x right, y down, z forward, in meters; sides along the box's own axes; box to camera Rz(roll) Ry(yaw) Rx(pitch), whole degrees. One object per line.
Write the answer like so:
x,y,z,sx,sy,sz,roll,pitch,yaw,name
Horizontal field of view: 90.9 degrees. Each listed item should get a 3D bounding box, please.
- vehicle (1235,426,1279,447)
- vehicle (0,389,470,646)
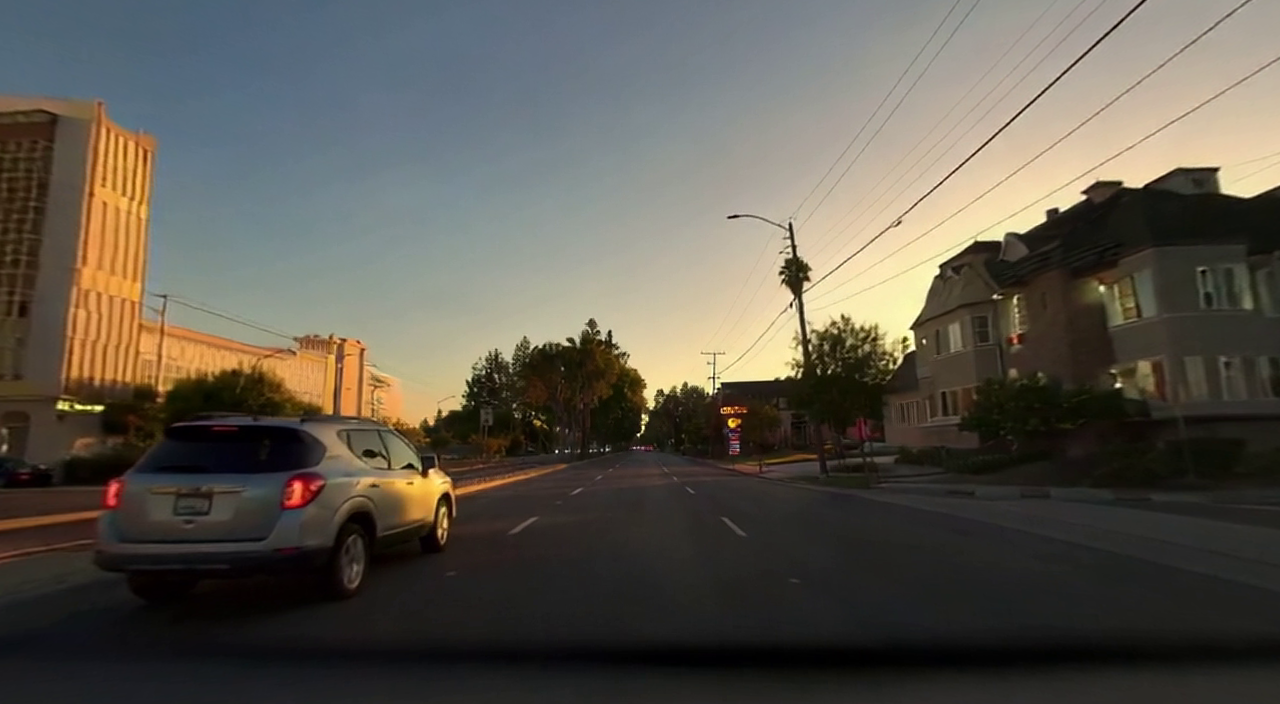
49.312,6.594,49.188,1.892,1.570,3.898,8,-12,-41,vehicle
-3.494,1.449,6.598,2.062,1.693,4.669,0,-9,1,vehicle
